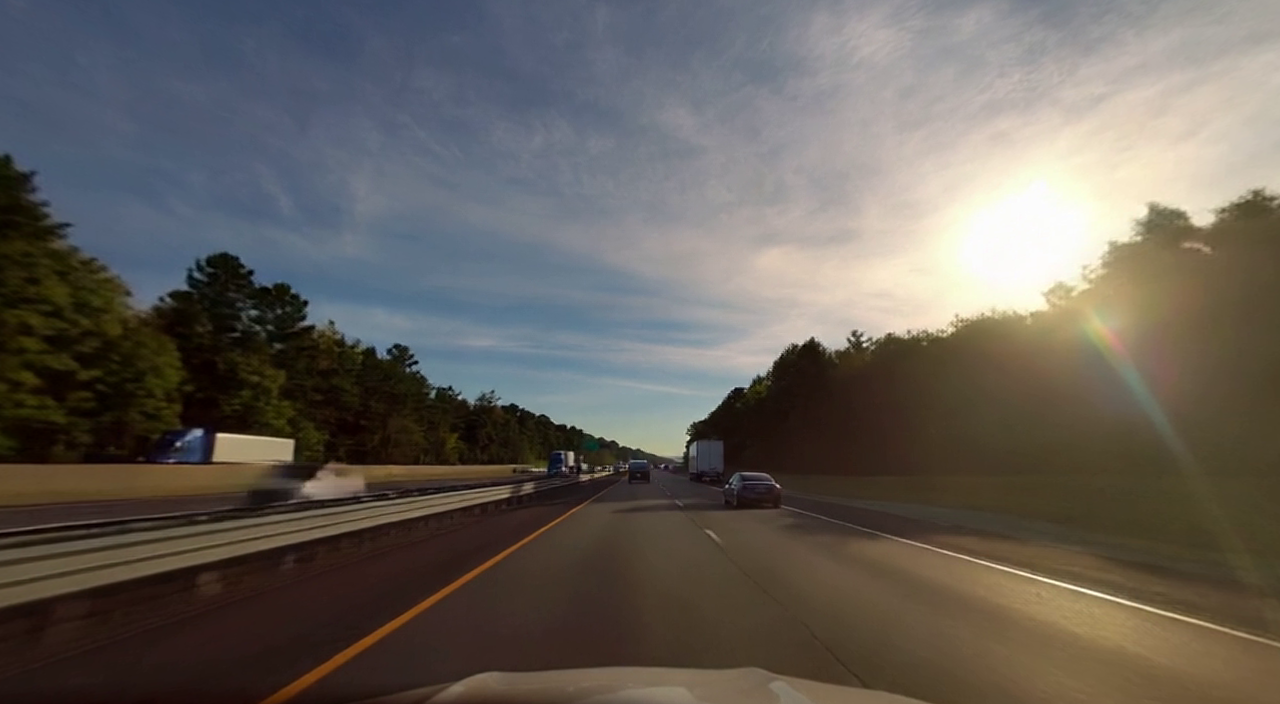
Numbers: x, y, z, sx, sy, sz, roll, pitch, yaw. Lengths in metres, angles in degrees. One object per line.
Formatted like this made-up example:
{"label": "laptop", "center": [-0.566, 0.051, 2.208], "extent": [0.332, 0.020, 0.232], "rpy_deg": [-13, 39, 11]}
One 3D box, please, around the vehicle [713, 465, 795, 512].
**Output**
{"label": "vehicle", "center": [4.166, 5.092, 23.903], "extent": [2.073, 1.532, 4.969], "rpy_deg": [1, -10, -2]}

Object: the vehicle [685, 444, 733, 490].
{"label": "vehicle", "center": [4.747, 8.154, 44.748], "extent": [2.563, 2.975, 6.941], "rpy_deg": [1, -10, 0]}

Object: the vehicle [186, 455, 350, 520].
{"label": "vehicle", "center": [-9.812, 3.608, 17.062], "extent": [1.897, 1.498, 3.978], "rpy_deg": [0, -10, 1]}

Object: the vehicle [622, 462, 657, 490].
{"label": "vehicle", "center": [-0.002, 8.347, 42.491], "extent": [2.212, 1.717, 4.452], "rpy_deg": [0, -10, 1]}
